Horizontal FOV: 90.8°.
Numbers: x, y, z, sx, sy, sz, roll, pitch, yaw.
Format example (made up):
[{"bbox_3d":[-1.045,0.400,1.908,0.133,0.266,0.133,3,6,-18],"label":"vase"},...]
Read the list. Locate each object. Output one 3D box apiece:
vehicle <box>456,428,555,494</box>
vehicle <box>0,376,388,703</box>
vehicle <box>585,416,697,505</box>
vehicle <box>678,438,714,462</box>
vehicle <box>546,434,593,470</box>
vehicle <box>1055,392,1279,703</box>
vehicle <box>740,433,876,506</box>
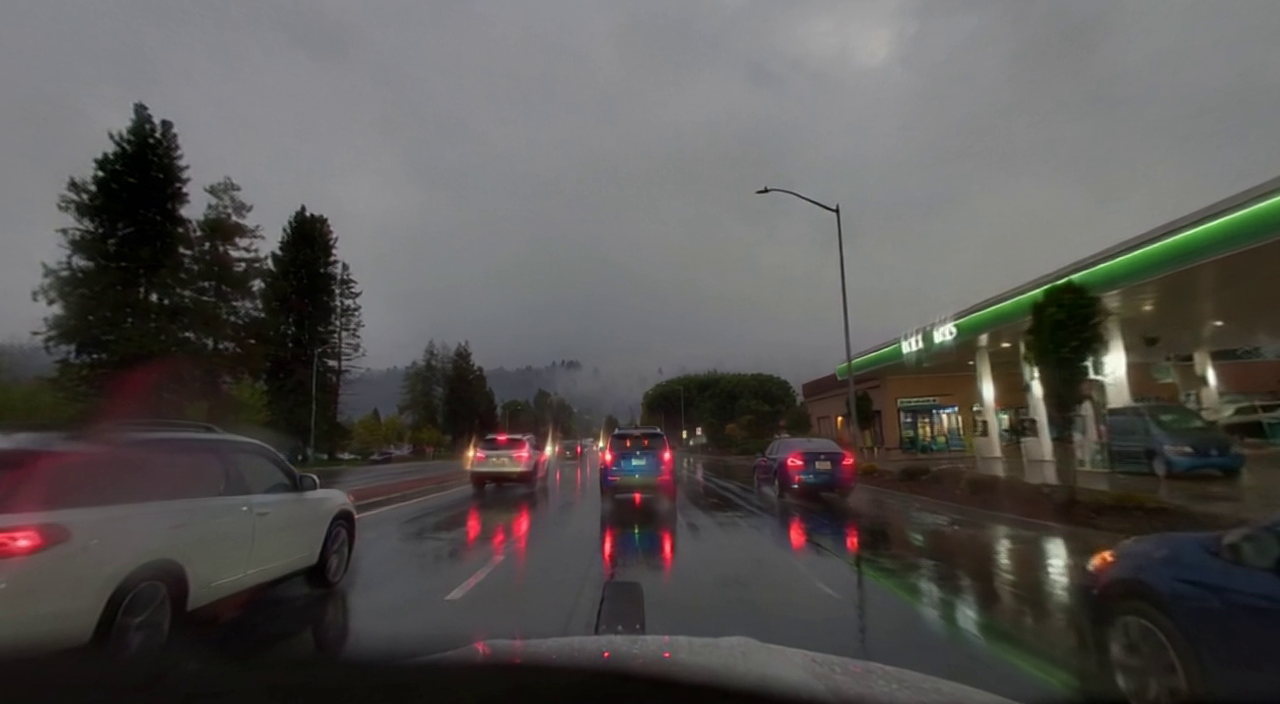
[{"bbox_3d":[-3.768,3.122,18.432,1.932,1.695,4.150,0,-8,0],"label":"vehicle"},{"bbox_3d":[-3.594,1.175,4.588,1.864,1.574,4.031,0,-8,0],"label":"vehicle"},{"bbox_3d":[0.011,2.524,15.086,2.279,1.803,4.254,0,-8,0],"label":"vehicle"},{"bbox_3d":[3.688,6.501,41.960,1.926,1.522,3.852,0,-8,-2],"label":"vehicle"},{"bbox_3d":[-3.550,5.112,32.423,1.871,1.673,3.920,0,-8,1],"label":"vehicle"},{"bbox_3d":[3.390,0.749,1.309,1.976,1.492,4.436,0,-8,-1],"label":"vehicle"},{"bbox_3d":[3.785,2.728,15.146,1.888,1.456,4.589,0,-8,-1],"label":"vehicle"}]
